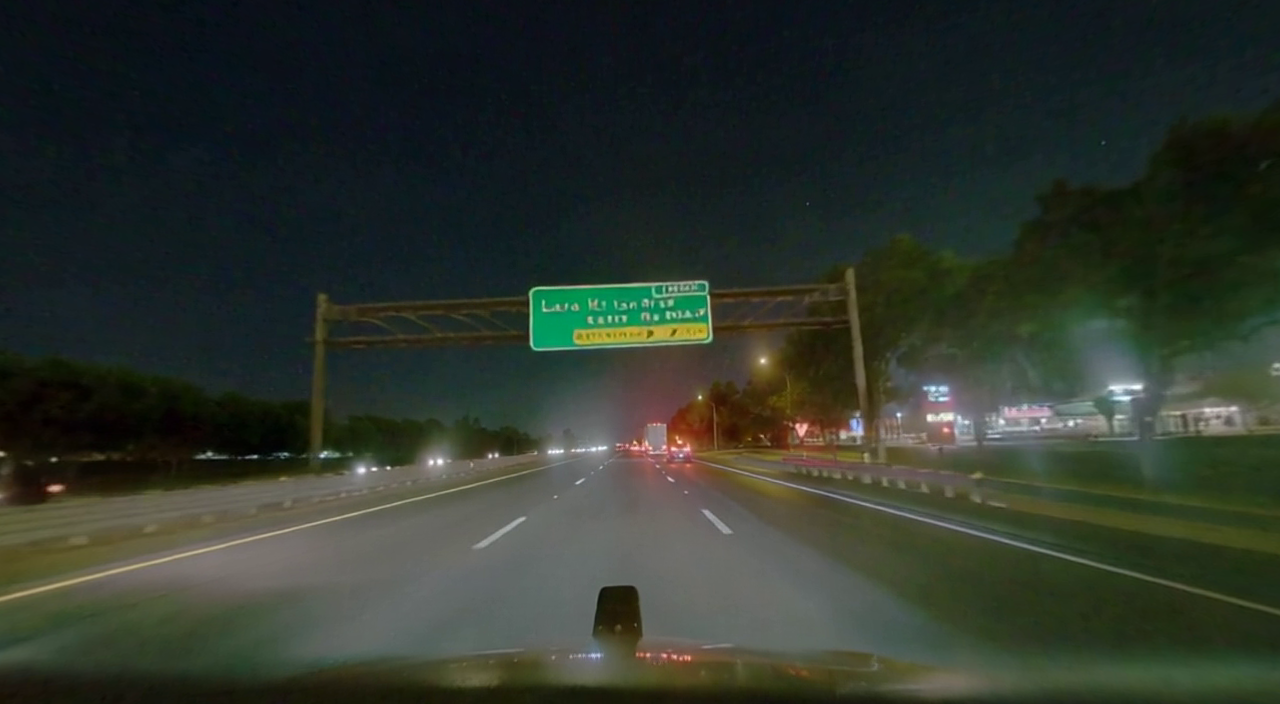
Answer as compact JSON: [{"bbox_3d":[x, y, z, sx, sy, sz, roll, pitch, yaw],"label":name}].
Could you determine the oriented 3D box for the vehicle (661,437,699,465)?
[{"bbox_3d":[2.550,6.525,41.720,2.065,1.760,4.488,0,-8,-2],"label":"vehicle"}]
